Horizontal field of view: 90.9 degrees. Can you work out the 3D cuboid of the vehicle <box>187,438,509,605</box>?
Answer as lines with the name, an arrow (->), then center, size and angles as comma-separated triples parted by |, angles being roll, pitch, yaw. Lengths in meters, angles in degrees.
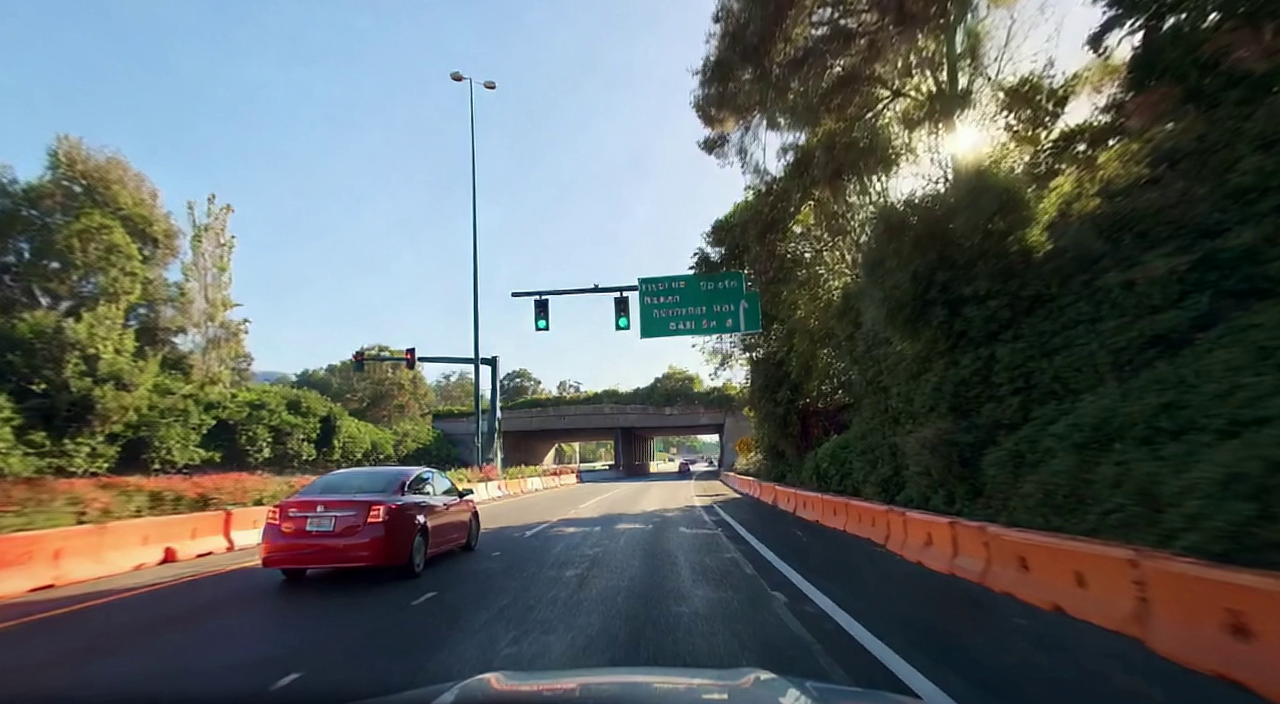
vehicle -> -3.061, 1.876, 7.652 | 1.992, 1.466, 3.690 | 0, -10, 2
